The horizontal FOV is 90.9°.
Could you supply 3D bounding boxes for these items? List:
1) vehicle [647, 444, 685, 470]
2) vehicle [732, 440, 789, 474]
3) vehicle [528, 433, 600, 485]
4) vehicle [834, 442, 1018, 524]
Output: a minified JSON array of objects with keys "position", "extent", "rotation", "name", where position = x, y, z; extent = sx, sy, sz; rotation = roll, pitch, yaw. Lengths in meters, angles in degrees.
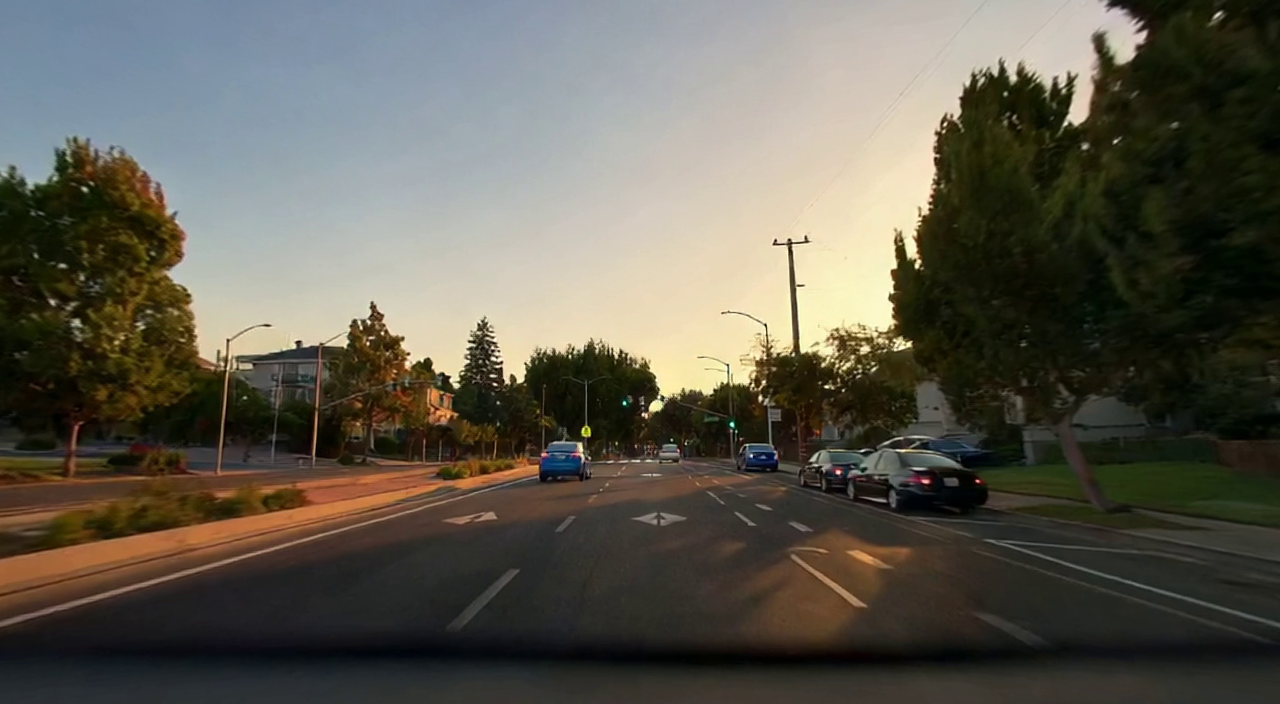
[{"position":[1.513,6.289,37.956],"extent":[2.075,1.480,3.920],"rotation":[0,-8,0],"name":"vehicle"},{"position":[6.488,5.705,34.504],"extent":[2.038,1.687,4.985],"rotation":[0,-8,-2],"name":"vehicle"},{"position":[-2.853,4.131,24.647],"extent":[2.150,1.812,4.423],"rotation":[0,-8,2],"name":"vehicle"},{"position":[6.071,2.802,14.235],"extent":[1.871,1.485,5.074],"rotation":[0,-9,1],"name":"vehicle"}]
